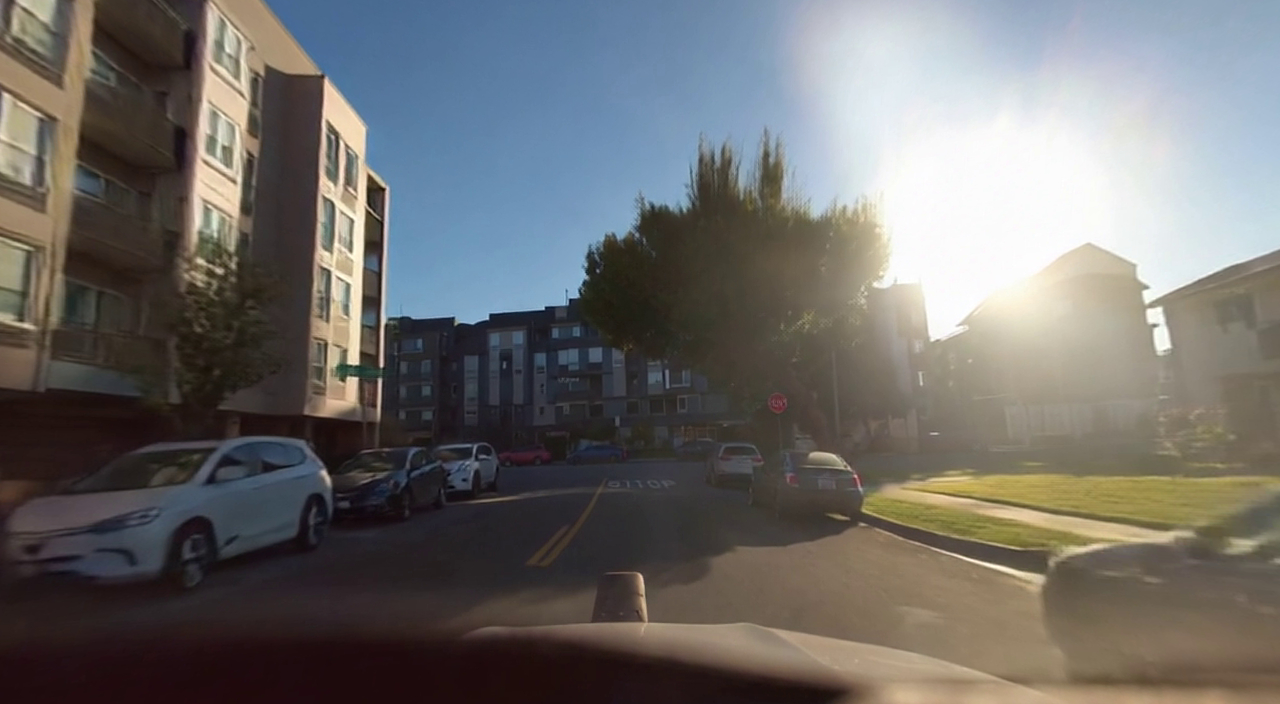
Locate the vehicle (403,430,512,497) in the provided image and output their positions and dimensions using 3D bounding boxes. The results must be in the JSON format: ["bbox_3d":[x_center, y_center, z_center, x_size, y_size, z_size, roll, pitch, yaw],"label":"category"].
[{"bbox_3d":[-5.825,3.640,21.128,2.208,1.903,6.040,1,-8,-4],"label":"vehicle"}]

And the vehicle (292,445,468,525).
[{"bbox_3d":[-5.589,2.877,14.368,2.129,1.505,4.510,0,-8,-1],"label":"vehicle"}]

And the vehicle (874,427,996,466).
[{"bbox_3d":[14.943,4.820,32.192,5.190,1.855,2.100,1,-8,-5],"label":"vehicle"}]

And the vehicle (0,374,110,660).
[{"bbox_3d":[-5.468,0.914,2.852,2.216,1.953,4.553,0,-8,-2],"label":"vehicle"}]

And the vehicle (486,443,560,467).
[{"bbox_3d":[-7.346,6.544,40.049,4.423,1.449,1.813,1,-9,-5],"label":"vehicle"}]

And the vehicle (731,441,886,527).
[{"bbox_3d":[3.280,2.652,13.330,1.919,1.490,4.339,0,-9,-2],"label":"vehicle"}]

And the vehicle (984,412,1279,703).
[{"bbox_3d":[3.368,0.900,1.843,2.008,1.479,4.622,0,-8,-2],"label":"vehicle"}]

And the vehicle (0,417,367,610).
[{"bbox_3d":[-5.582,1.842,8.231,2.075,1.774,4.596,0,-8,-2],"label":"vehicle"}]

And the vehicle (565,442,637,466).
[{"bbox_3d":[-2.453,6.502,40.347,4.489,1.470,1.776,1,-9,-3],"label":"vehicle"}]
